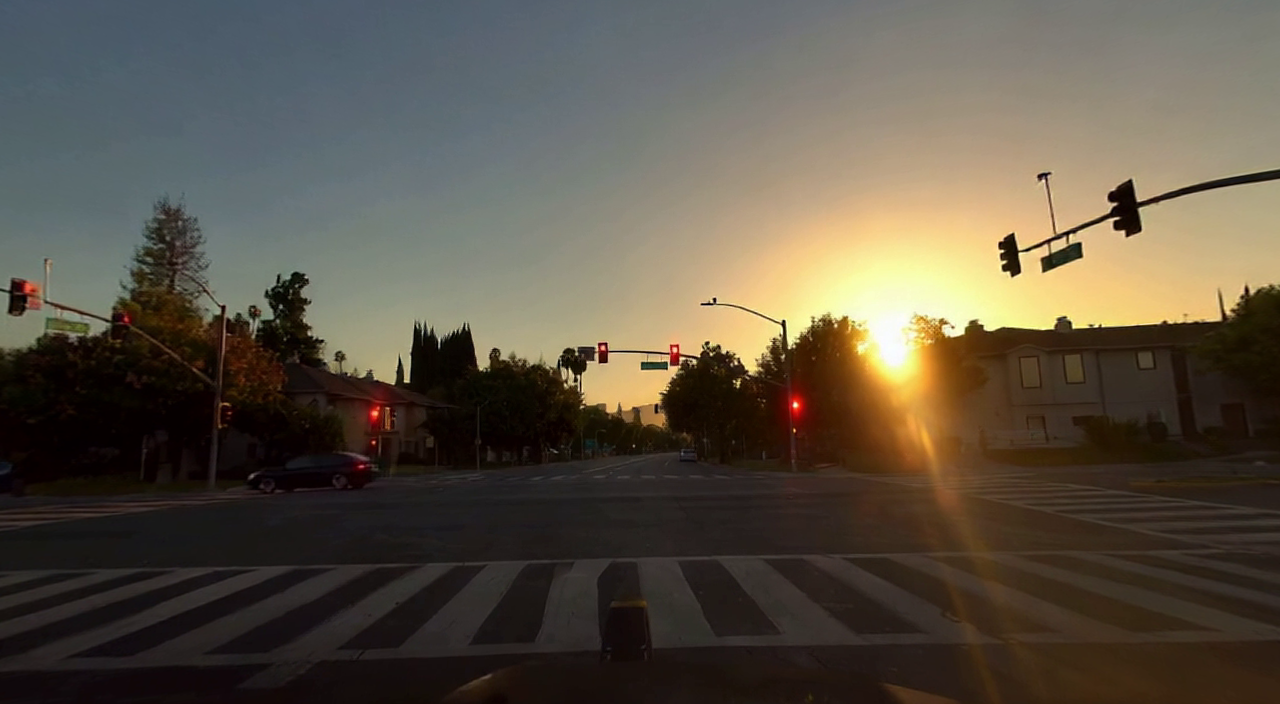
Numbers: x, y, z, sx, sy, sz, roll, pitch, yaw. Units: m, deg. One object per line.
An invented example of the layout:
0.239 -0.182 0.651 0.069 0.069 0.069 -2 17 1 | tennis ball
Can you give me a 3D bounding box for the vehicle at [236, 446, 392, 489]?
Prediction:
-11.608 4.131 22.654 4.562 1.460 1.822 0 -8 0 | vehicle
